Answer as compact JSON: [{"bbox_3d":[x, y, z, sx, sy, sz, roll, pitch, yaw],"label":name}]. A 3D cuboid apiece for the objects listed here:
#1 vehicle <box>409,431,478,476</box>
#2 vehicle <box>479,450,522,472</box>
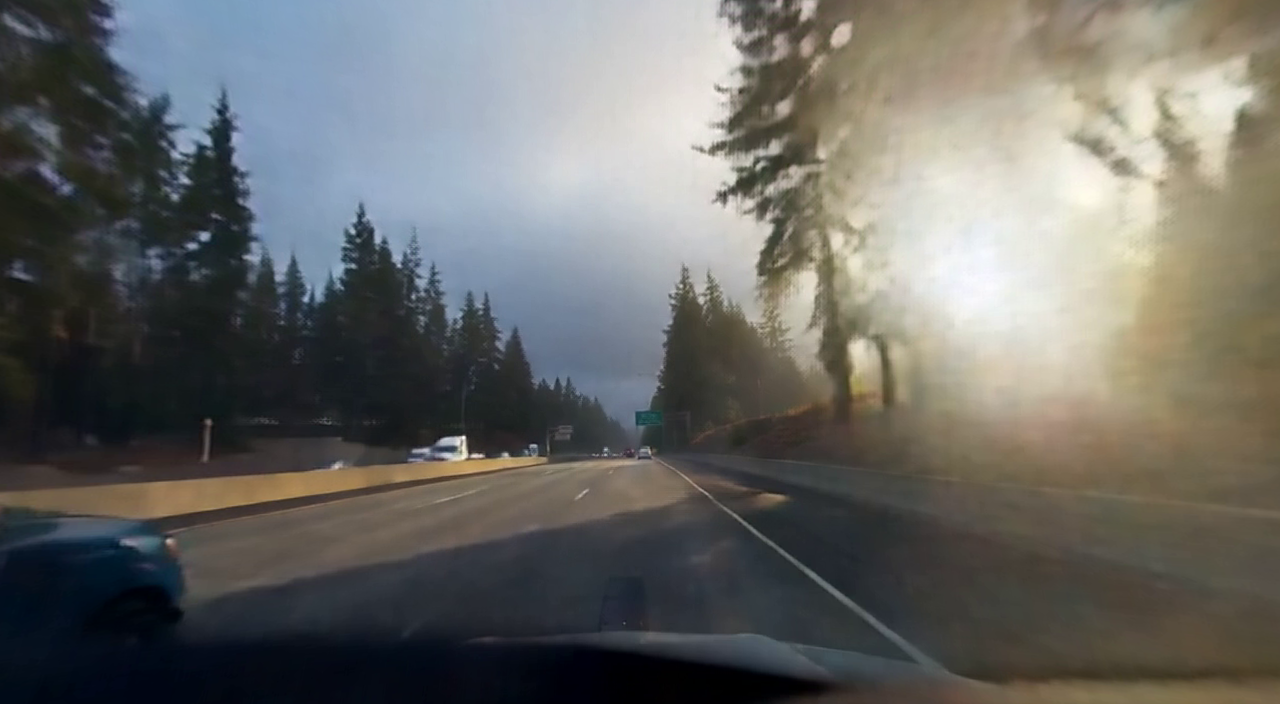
[{"bbox_3d":[-14.874,7.712,48.346,2.935,3.173,7.113,0,-8,0],"label":"vehicle"},{"bbox_3d":[-10.780,8.421,49.145,2.129,1.560,4.733,0,-8,2],"label":"vehicle"}]
